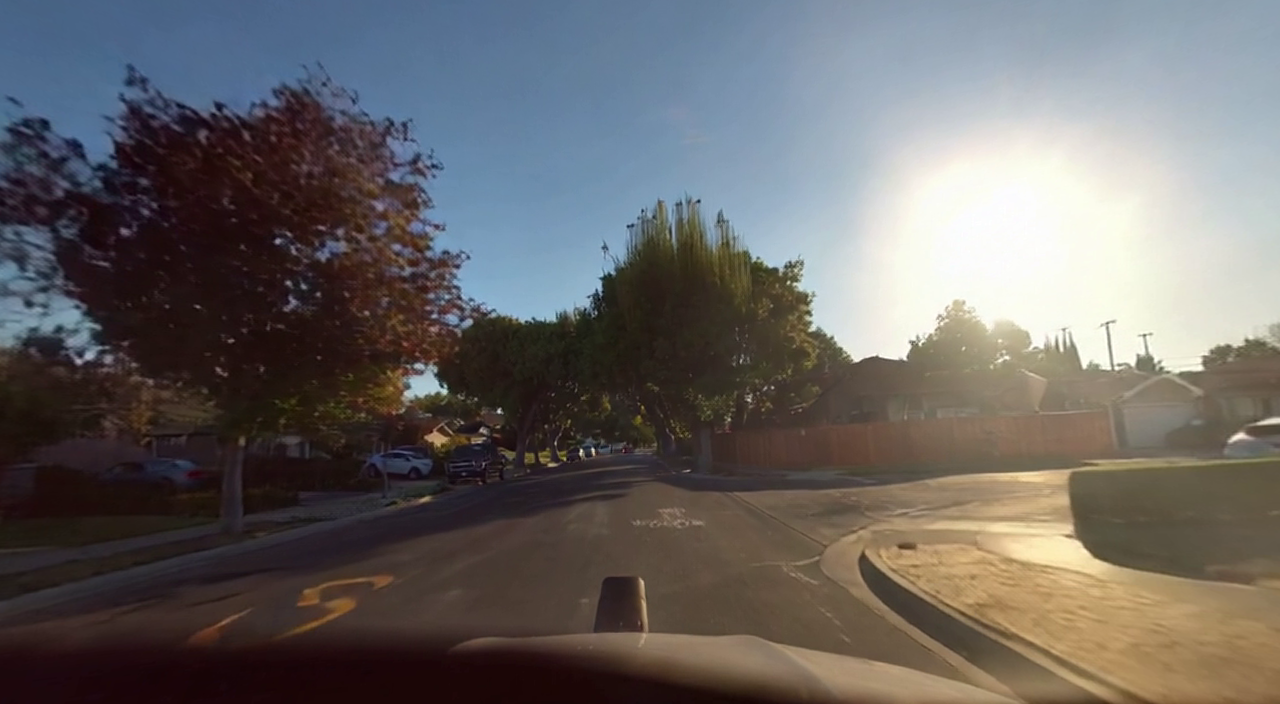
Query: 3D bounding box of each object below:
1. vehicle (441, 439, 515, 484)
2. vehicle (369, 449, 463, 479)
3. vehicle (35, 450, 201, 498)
[{"bbox_3d":[-7.528,5.178,29.941,2.091,1.912,4.598,0,-10,2],"label":"vehicle"},{"bbox_3d":[-12.517,6.249,35.506,4.538,1.578,2.000,0,-8,1],"label":"vehicle"},{"bbox_3d":[-18.106,4.229,22.059,4.147,1.423,1.875,1,-6,0],"label":"vehicle"}]
